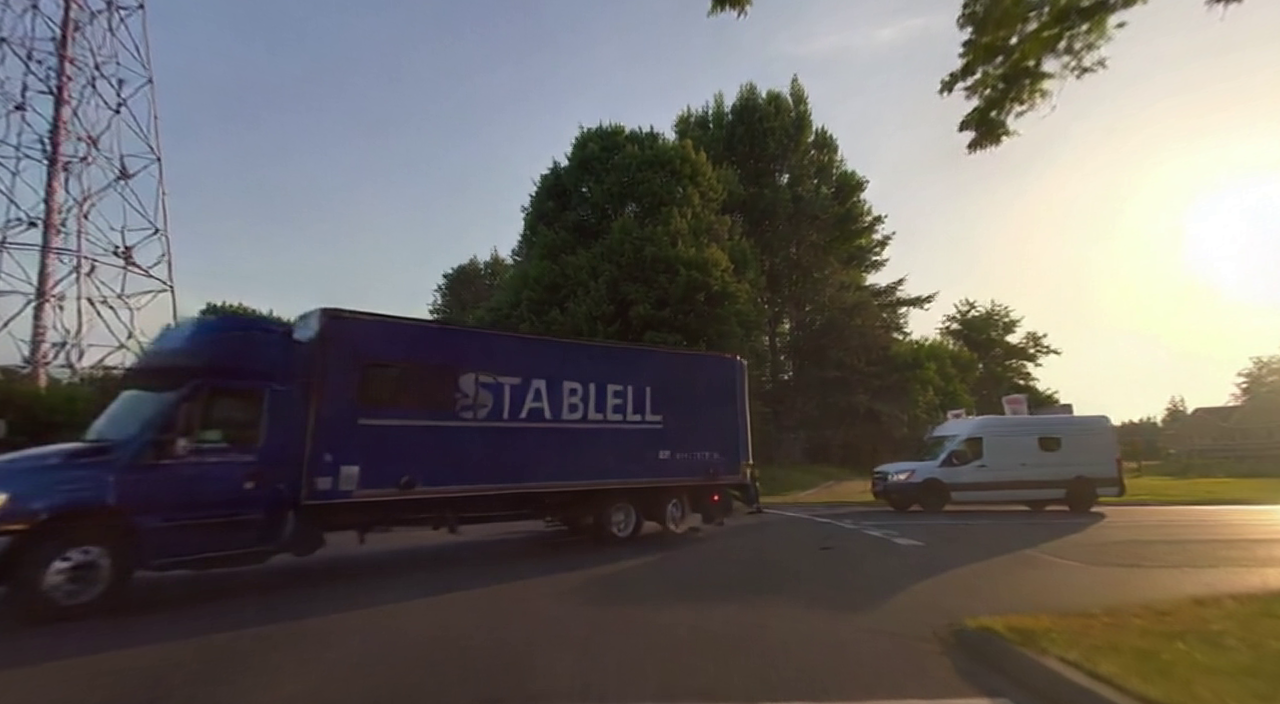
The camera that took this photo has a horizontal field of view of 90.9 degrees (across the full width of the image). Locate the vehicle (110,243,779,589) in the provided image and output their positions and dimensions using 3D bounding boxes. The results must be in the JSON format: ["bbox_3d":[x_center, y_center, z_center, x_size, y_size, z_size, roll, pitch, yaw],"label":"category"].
[{"bbox_3d":[-2.153,1.191,10.509,9.765,3.622,2.740,6,-11,-35],"label":"vehicle"}]

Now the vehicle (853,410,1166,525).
[{"bbox_3d":[8.443,2.659,14.850,5.923,2.424,2.247,0,-9,-4],"label":"vehicle"}]

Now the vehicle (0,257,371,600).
[{"bbox_3d":[-6.100,0.944,7.558,4.552,3.175,2.847,6,-11,-37],"label":"vehicle"}]
